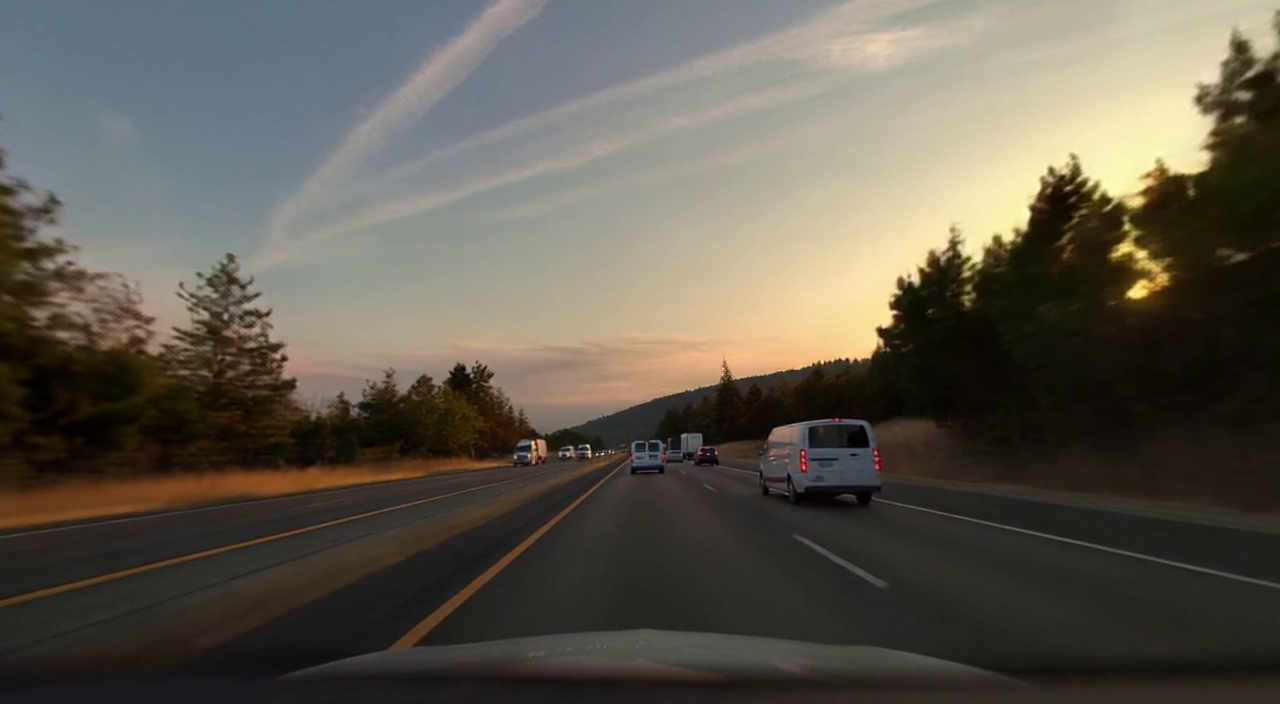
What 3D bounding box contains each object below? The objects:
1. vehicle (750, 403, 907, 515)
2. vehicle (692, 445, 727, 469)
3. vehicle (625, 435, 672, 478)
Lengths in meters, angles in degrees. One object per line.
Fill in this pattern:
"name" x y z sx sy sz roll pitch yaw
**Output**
"vehicle" 4.303 2.560 15.433 2.232 2.290 4.720 0 -9 -2
"vehicle" 4.630 7.026 42.342 1.868 1.566 3.509 0 -9 -1
"vehicle" 0.396 5.099 30.870 2.143 1.925 4.101 0 -9 0
